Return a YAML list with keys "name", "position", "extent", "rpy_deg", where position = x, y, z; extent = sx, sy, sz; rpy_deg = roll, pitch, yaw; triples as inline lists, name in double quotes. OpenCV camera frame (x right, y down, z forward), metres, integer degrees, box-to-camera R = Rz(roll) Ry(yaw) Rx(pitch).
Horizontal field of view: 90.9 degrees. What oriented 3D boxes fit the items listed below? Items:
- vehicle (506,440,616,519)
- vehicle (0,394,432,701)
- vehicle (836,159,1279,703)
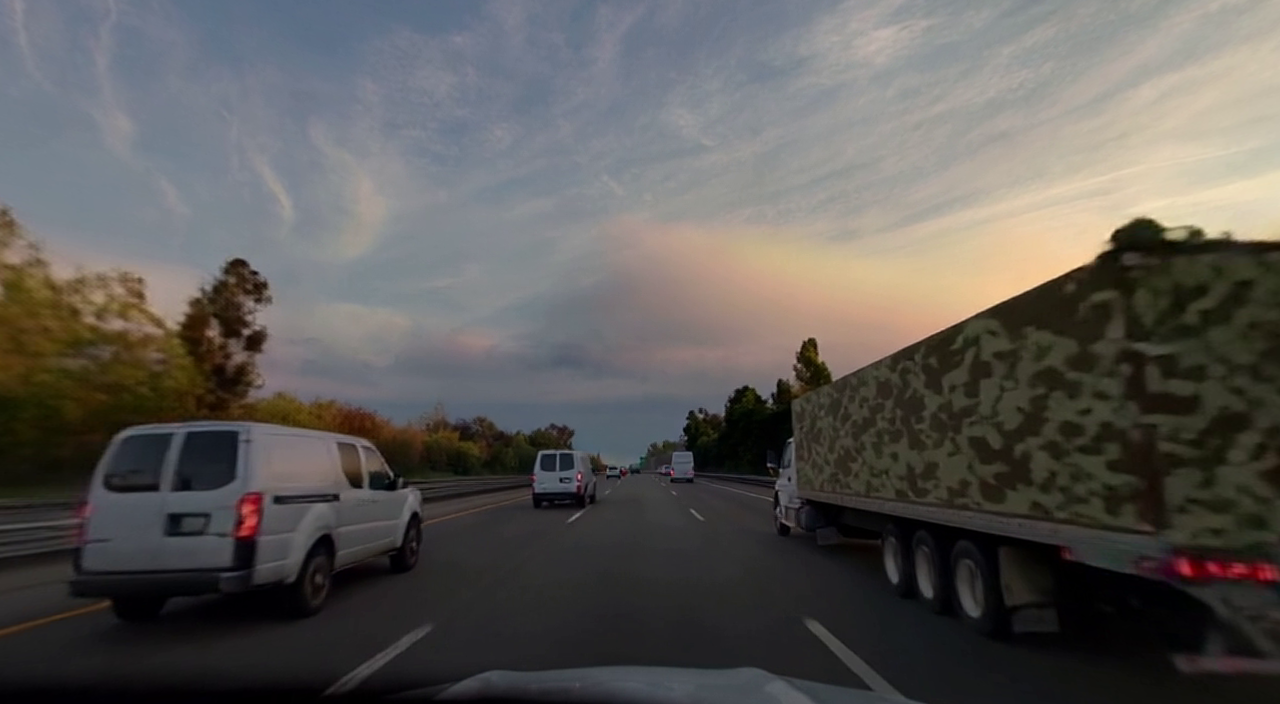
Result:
- name: "vehicle"
  position: [-2.100, 3.688, 18.471]
  extent: [2.378, 1.930, 5.086]
  rpy_deg: [0, -10, 2]
- name: "vehicle"
  position: [-3.708, 1.465, 5.707]
  extent: [2.124, 1.671, 4.262]
  rpy_deg: [1, -10, 0]
- name: "vehicle"
  position: [3.936, 0.924, 5.591]
  extent: [2.703, 2.988, 5.097]
  rpy_deg: [1, -10, 0]
